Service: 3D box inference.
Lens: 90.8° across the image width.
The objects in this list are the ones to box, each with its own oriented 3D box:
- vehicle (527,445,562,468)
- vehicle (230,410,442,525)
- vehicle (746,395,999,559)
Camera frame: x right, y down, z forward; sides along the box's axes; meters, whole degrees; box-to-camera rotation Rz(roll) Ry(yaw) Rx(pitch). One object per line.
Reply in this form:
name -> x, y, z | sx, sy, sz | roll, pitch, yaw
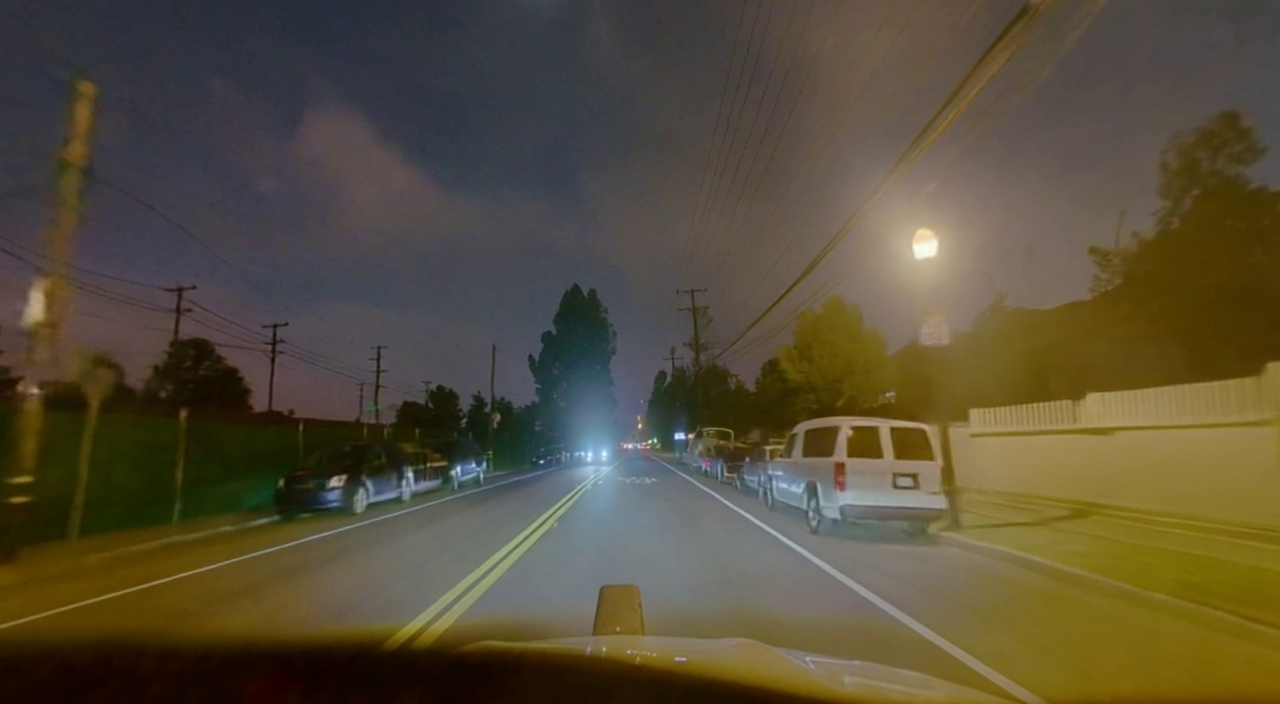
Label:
vehicle -> -6.742, 7.391, 44.951 | 1.866, 1.487, 4.416 | -1, -8, -1
vehicle -> -6.645, 2.593, 14.769 | 2.268, 2.154, 5.321 | 0, -9, 0
vehicle -> 3.333, 1.944, 10.605 | 2.053, 2.005, 5.495 | 0, -8, -1
